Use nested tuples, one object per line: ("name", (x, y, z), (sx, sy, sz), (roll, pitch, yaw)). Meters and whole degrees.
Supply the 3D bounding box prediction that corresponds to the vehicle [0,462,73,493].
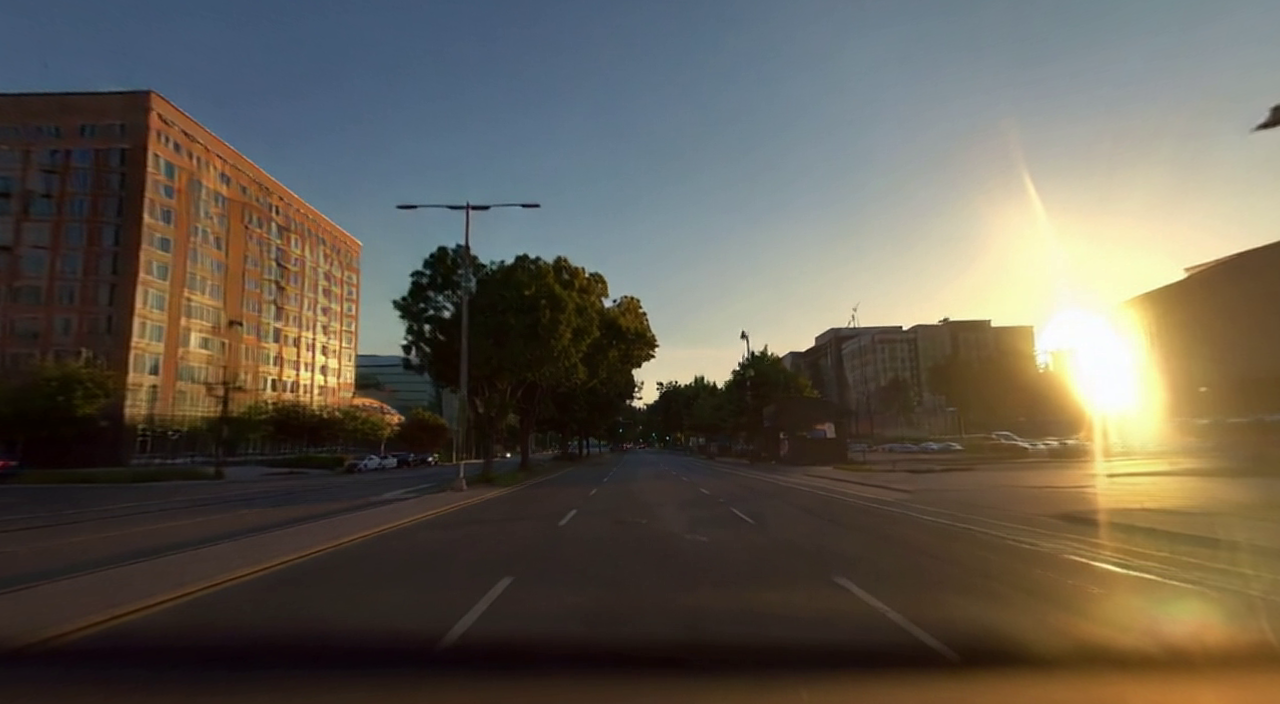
("vehicle", (-31.979, 6.406, 32.280), (1.947, 1.444, 4.313), (-1, -9, 1))
